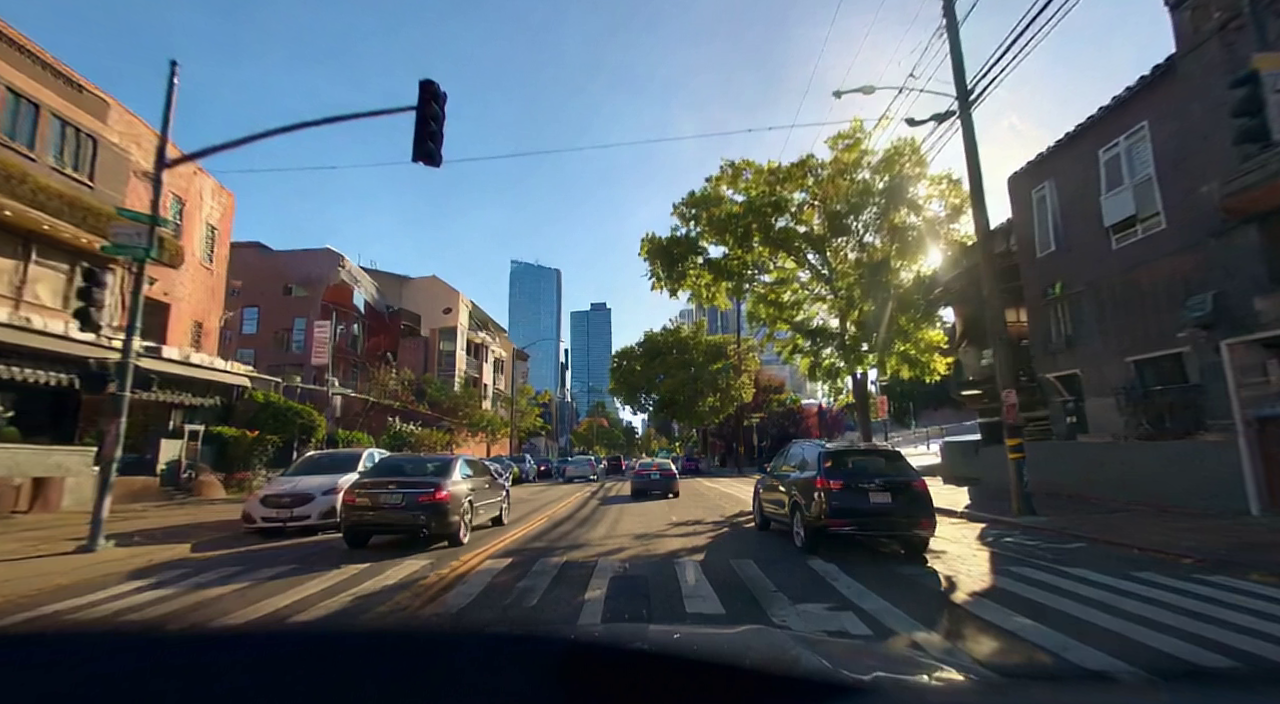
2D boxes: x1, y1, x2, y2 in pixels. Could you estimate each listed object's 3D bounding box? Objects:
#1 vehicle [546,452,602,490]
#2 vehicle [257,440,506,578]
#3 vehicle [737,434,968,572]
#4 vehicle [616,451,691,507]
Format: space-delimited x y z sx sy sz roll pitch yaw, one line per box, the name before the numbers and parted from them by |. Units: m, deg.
vehicle | -3.051 5.584 29.912 2.019 1.507 4.643 -1 -8 2
vehicle | -3.531 2.163 9.614 2.085 1.619 3.976 0 -8 0
vehicle | 3.037 2.220 10.246 2.094 1.709 4.394 0 -8 -2
vehicle | 0.378 3.980 20.247 2.139 1.466 4.373 0 -8 0
